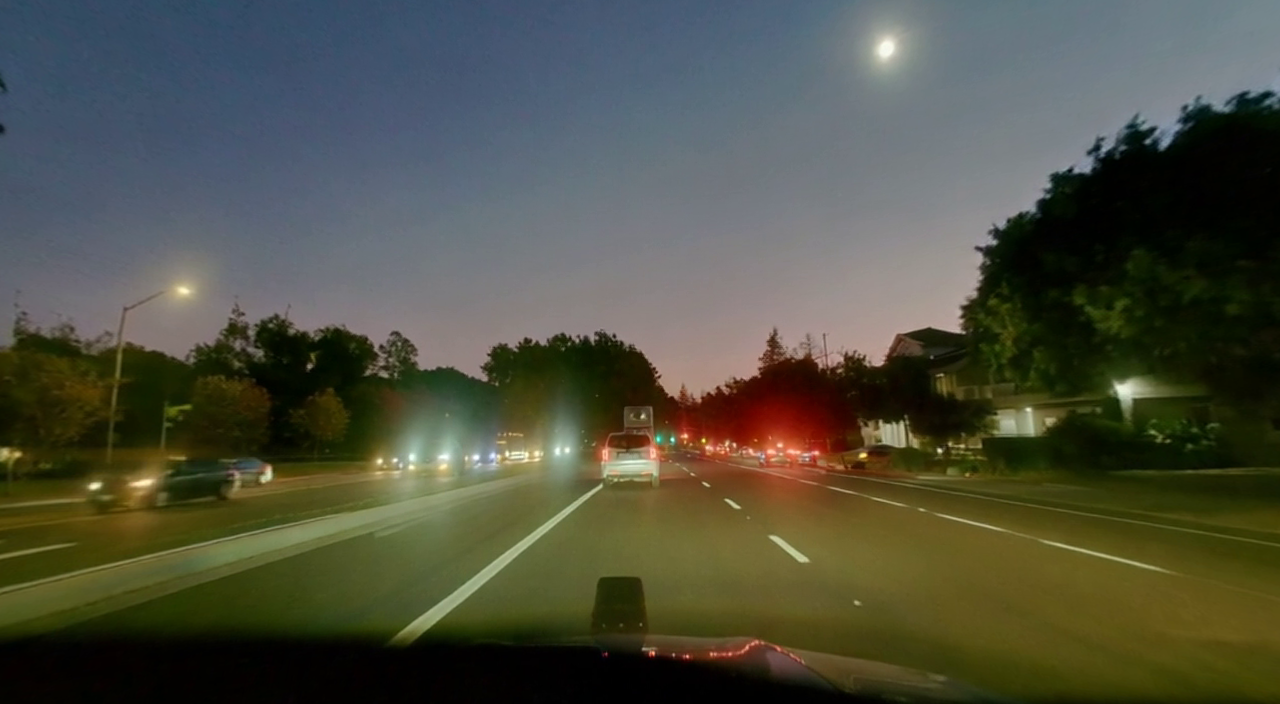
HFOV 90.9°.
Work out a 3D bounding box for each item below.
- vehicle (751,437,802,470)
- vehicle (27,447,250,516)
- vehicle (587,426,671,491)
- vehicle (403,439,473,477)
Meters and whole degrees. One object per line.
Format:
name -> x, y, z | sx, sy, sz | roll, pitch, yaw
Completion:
vehicle -> 7.642, 5.705, 35.652 | 1.971, 1.722, 4.341 | 0, -8, 1
vehicle -> -13.616, 3.501, 17.657 | 2.198, 1.550, 4.824 | -2, -8, 2
vehicle -> -0.300, 3.296, 19.814 | 2.332, 1.798, 4.546 | 0, -8, 0
vehicle -> -10.100, 5.315, 31.880 | 2.010, 1.760, 4.406 | -1, -8, 1
